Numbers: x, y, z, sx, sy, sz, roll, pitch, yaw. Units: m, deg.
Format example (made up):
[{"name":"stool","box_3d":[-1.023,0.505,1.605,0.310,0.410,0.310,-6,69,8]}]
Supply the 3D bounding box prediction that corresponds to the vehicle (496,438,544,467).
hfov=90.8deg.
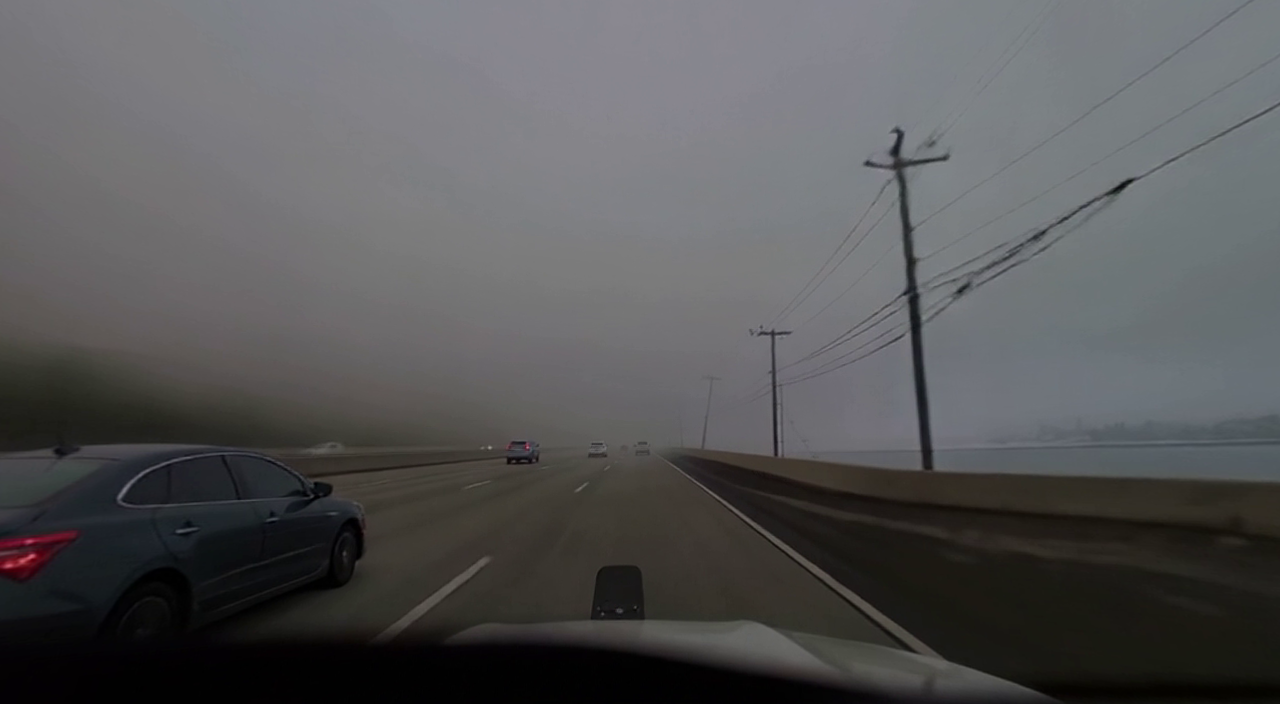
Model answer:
[{"name":"vehicle","box_3d":[-7.382,6.247,39.328,2.050,1.717,4.418,0,-8,1]}]

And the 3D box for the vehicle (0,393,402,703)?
[{"name":"vehicle","box_3d":[-3.565,1.197,4.395,2.015,1.501,4.454,0,-8,1]}]
